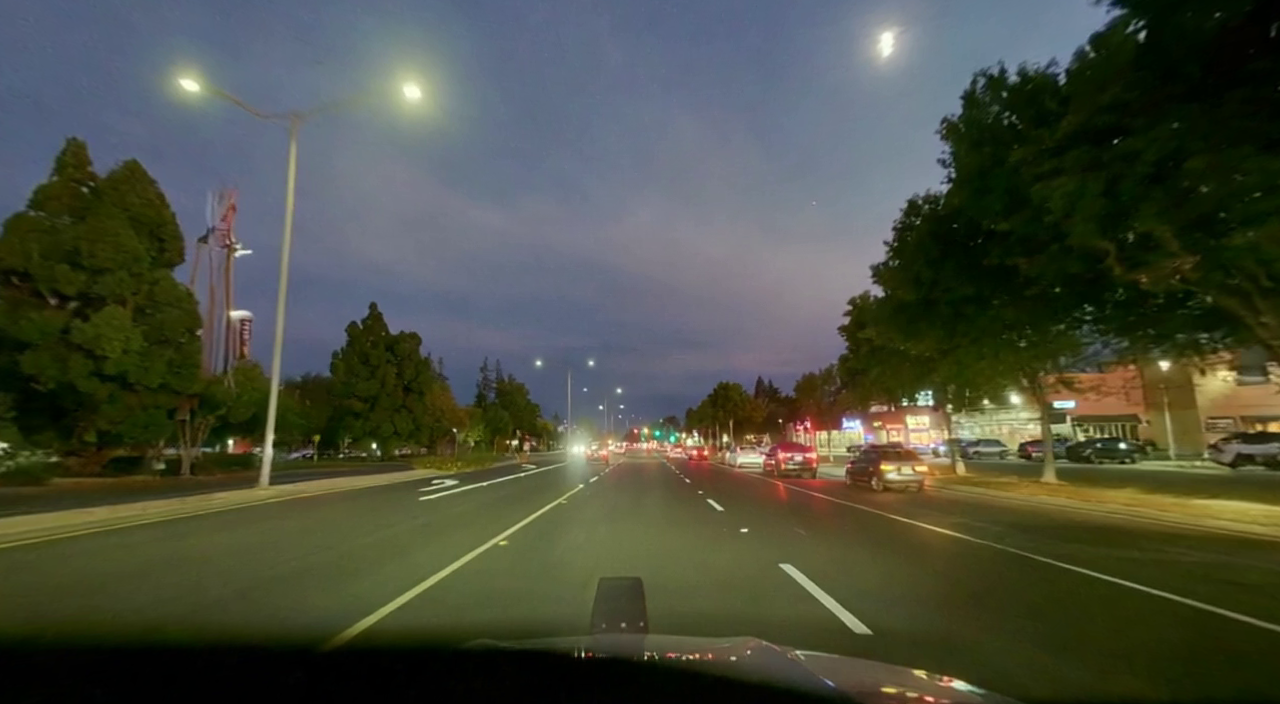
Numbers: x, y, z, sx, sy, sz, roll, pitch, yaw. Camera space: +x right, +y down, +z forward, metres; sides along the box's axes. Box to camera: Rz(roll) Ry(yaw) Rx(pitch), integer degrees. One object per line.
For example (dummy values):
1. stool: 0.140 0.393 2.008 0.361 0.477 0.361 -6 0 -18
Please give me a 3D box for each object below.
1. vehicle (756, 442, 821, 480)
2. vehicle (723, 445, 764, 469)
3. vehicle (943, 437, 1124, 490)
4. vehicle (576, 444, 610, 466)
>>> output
1. vehicle: 6.759 4.988 29.131 1.934 1.641 4.117 0 -8 -1
2. vehicle: 6.945 7.115 42.919 1.869 1.516 4.767 0 -8 -1
3. vehicle: 12.833 3.634 20.812 4.597 1.643 1.932 0 -8 2
4. vehicle: -3.255 7.217 44.264 2.005 1.446 4.265 0 -8 0
